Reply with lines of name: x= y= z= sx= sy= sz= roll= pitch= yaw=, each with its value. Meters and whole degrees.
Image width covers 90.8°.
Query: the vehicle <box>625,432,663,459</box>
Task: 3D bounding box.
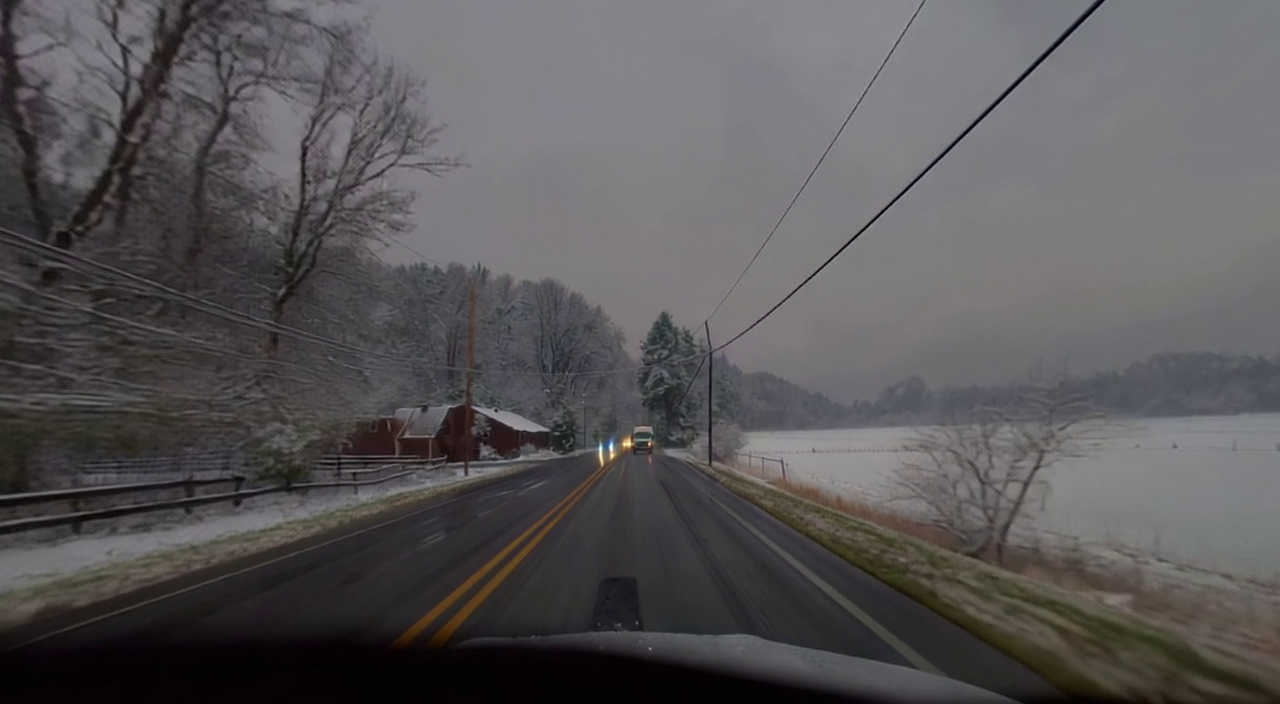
vehicle: x=0.186 y=7.008 z=47.307 sx=2.649 sy=1.870 sz=5.885 roll=0 pitch=-8 yaw=-2
